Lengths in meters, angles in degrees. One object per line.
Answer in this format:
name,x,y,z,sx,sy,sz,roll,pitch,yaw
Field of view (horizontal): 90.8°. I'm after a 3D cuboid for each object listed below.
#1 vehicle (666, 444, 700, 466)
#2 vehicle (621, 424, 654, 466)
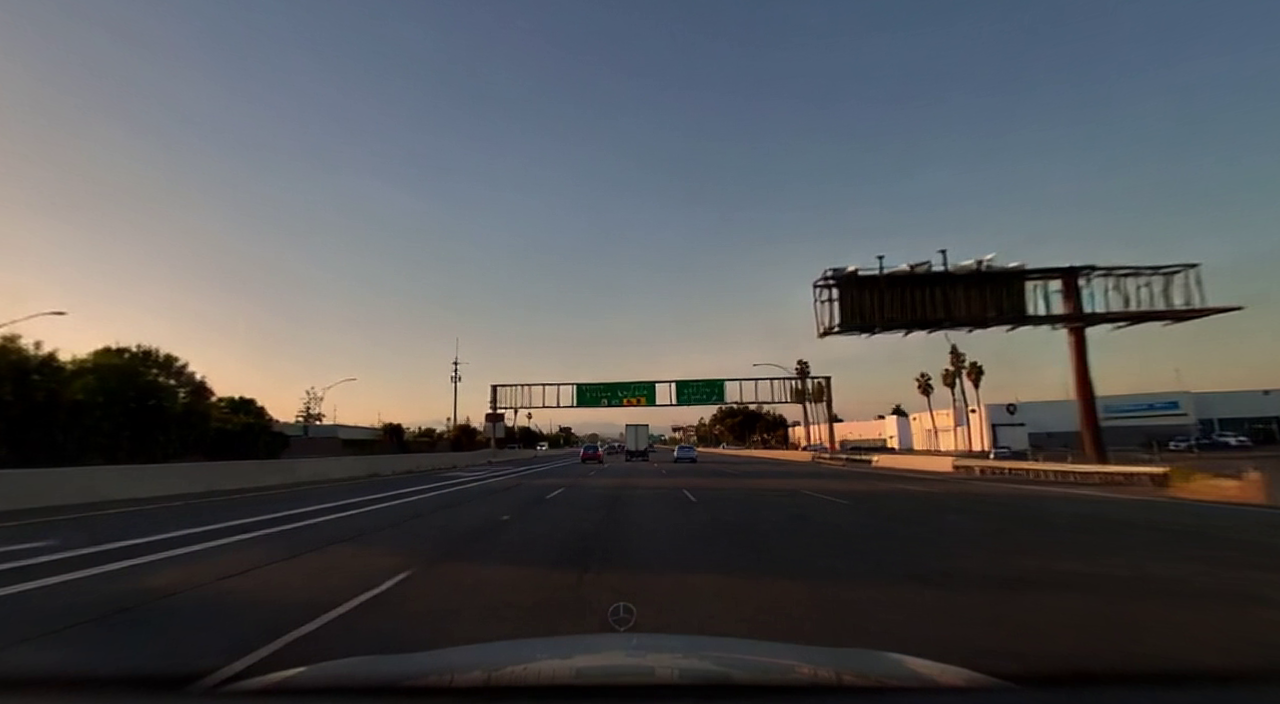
vehicle,3.060,7.426,45.593,2.049,1.485,4.106,0,-8,-1
vehicle,-0.282,7.217,49.023,2.364,2.953,6.495,0,-8,-1
